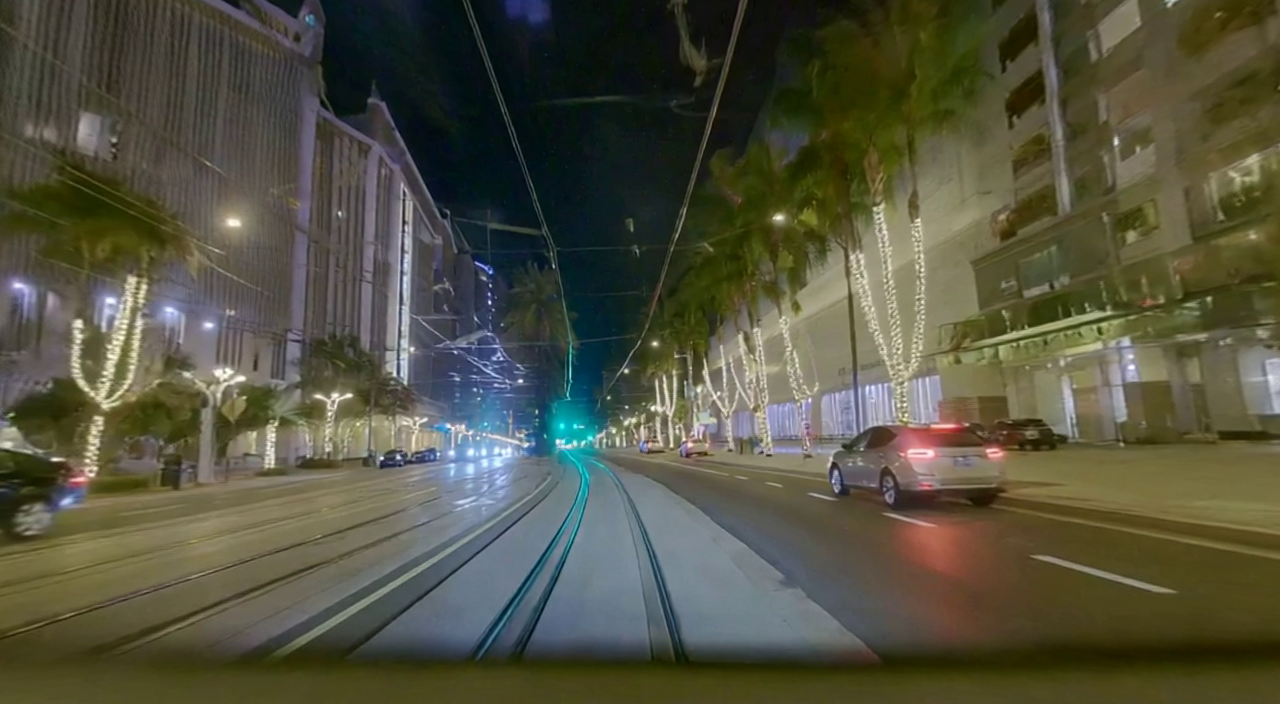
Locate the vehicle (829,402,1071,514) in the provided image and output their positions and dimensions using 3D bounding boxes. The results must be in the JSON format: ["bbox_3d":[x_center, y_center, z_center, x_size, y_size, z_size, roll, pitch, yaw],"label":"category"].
[{"bbox_3d":[5.492,1.995,12.190,2.114,1.691,5.075,0,-8,0],"label":"vehicle"}]

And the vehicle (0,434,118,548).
[{"bbox_3d":[-10.160,2.002,9.026,1.804,1.620,4.170,0,-8,-1],"label":"vehicle"}]

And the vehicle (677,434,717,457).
[{"bbox_3d":[4.426,7.366,49.616,1.995,1.677,4.863,1,-9,-9],"label":"vehicle"}]
